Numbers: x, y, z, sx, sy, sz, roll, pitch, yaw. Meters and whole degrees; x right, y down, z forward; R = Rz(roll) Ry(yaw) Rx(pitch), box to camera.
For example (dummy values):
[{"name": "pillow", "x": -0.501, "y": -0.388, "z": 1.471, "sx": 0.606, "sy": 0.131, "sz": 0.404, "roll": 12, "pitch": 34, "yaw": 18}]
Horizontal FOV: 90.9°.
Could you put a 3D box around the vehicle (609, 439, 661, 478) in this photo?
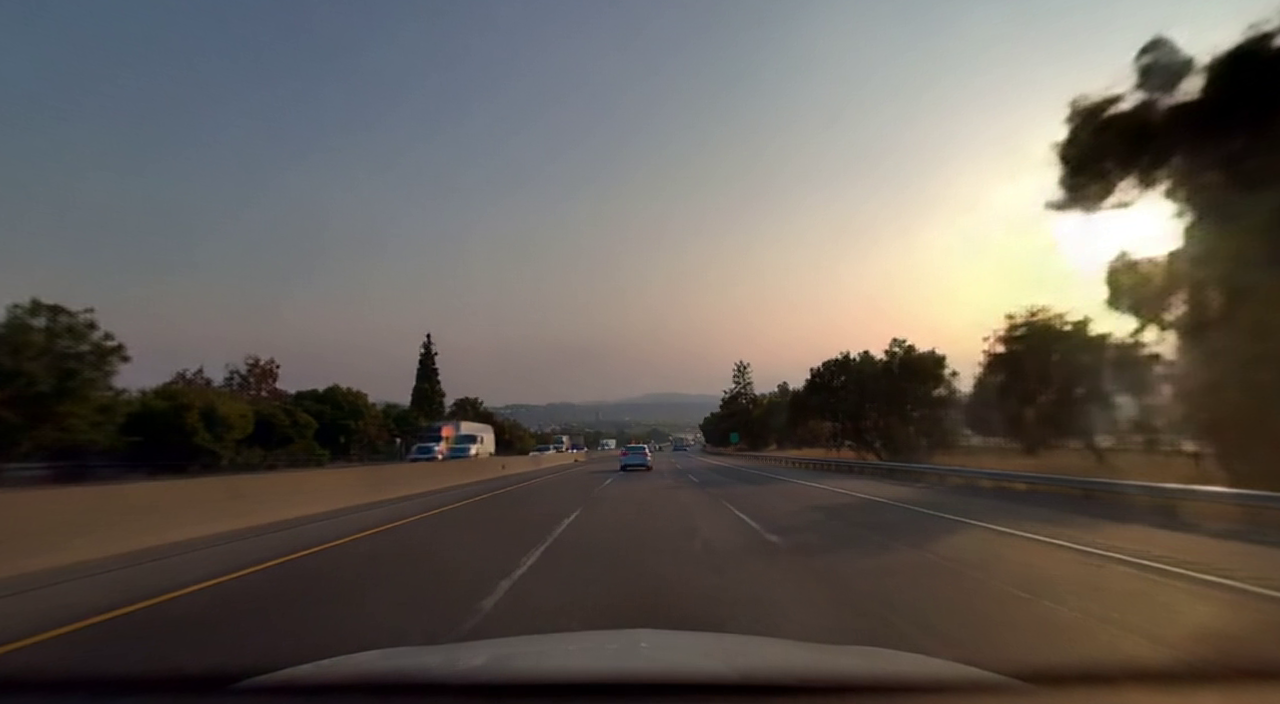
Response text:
[{"name": "vehicle", "x": -0.133, "y": 4.890, "z": 29.092, "sx": 2.231, "sy": 1.652, "sz": 4.503, "roll": 0, "pitch": -9, "yaw": 2}]
